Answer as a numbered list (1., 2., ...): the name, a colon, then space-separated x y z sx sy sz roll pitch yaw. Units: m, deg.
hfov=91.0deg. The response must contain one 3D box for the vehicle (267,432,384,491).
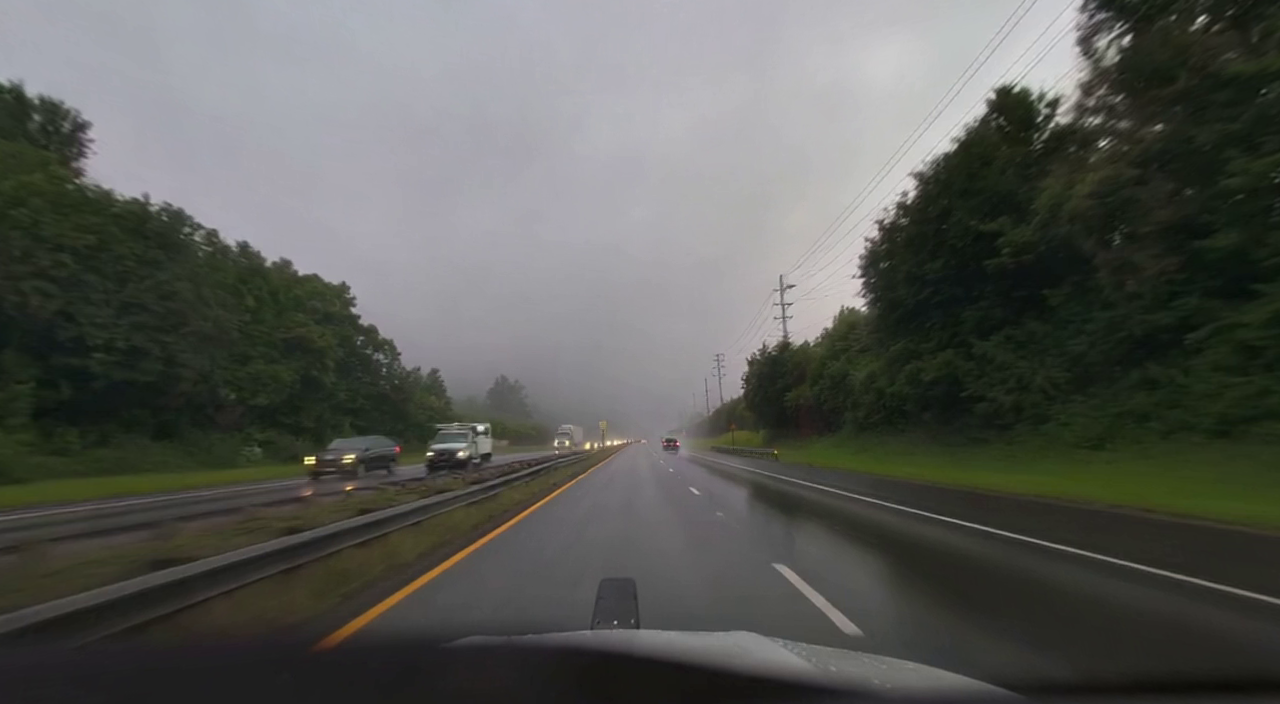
1. vehicle: -11.119 3.882 22.684 1.922 1.863 4.506 0 -8 -1

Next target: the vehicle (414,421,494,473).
1. vehicle: -7.723 3.983 26.599 1.994 1.985 4.524 -1 -8 0
